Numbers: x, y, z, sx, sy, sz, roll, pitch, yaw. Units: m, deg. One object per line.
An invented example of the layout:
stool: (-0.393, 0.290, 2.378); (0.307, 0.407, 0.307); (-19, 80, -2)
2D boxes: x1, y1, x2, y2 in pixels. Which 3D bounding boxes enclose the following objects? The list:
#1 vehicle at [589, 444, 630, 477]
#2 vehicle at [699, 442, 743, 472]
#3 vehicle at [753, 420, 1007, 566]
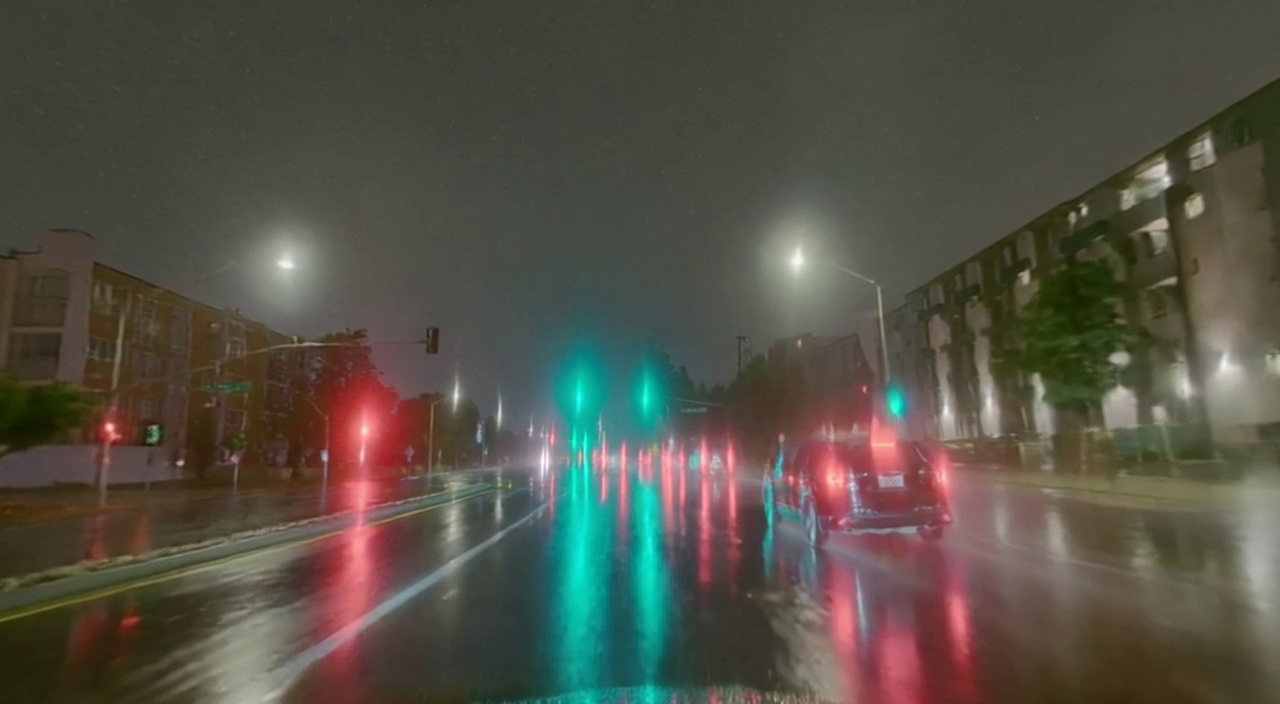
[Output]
vehicle: (-1.623, 5.875, 34.357); (2.101, 1.641, 4.341); (0, -9, -2)
vehicle: (5.458, 7.189, 43.286); (2.052, 1.886, 5.297); (0, -9, -4)
vehicle: (3.215, 2.002, 9.722); (1.893, 1.664, 4.670); (0, -9, -2)
